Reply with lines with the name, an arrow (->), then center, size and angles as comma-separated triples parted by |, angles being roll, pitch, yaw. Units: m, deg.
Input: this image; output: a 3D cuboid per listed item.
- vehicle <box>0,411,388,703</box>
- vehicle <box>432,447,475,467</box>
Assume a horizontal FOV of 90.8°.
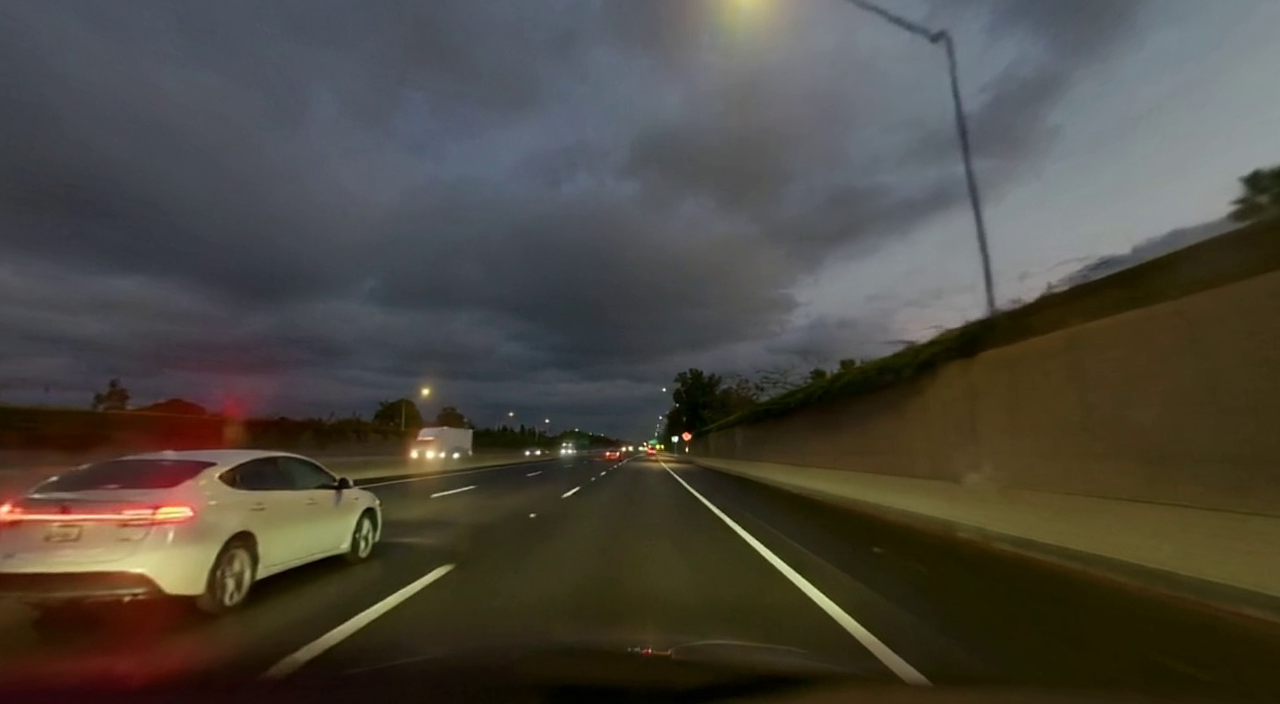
vehicle -> -3.721, 1.332, 5.023 | 1.991, 1.507, 3.391 | 0, -9, 0
vehicle -> -14.653, 8.291, 49.875 | 1.920, 1.485, 4.442 | 0, -9, 2
